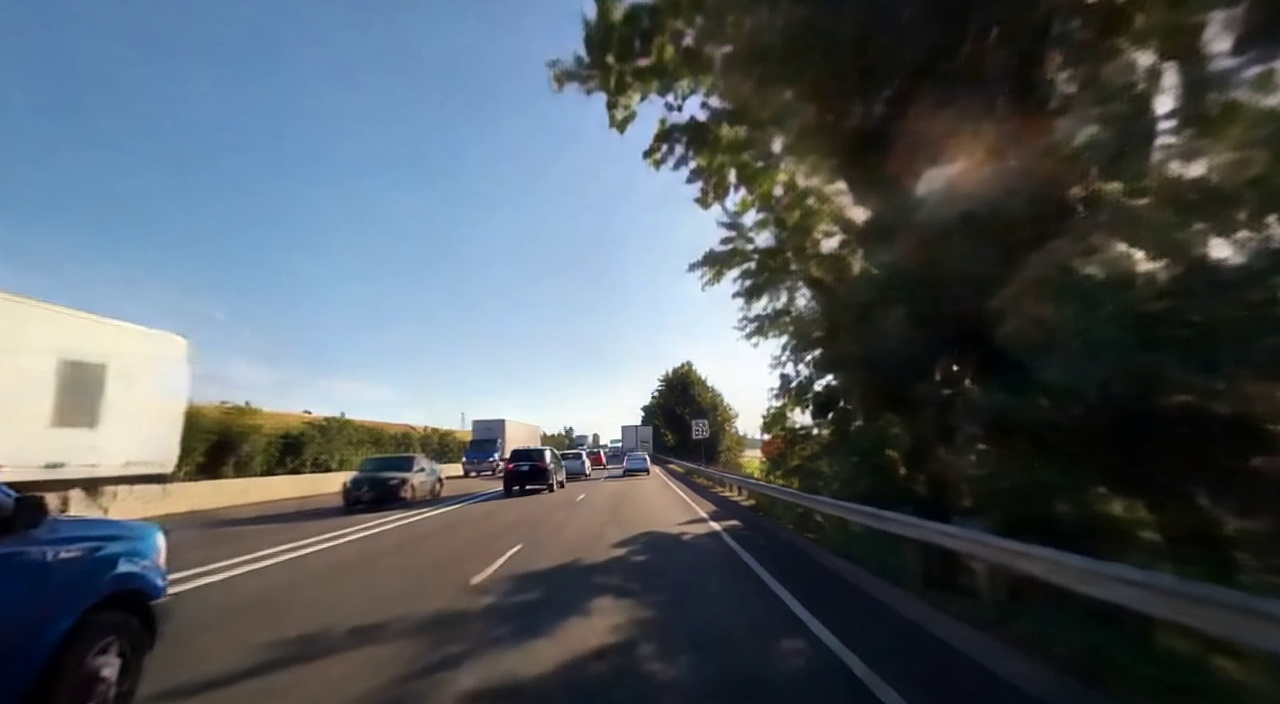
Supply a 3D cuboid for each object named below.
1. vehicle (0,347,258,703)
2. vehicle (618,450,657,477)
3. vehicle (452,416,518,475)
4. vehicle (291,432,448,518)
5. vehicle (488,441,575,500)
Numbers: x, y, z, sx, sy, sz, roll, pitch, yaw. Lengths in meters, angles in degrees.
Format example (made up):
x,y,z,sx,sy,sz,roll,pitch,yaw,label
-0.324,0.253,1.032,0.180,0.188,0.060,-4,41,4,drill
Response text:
x,y,z,sx,sy,sz,roll,pitch,yaw,label
-3.176,0.692,1.126,2.117,1.688,4.582,0,-9,0,vehicle
-0.150,6.188,35.258,2.095,1.393,3.908,0,-9,0,vehicle
-10.115,6.204,41.902,2.922,3.600,6.110,0,-9,-1,vehicle
-6.689,3.070,16.307,1.982,1.872,4.578,0,-9,0,vehicle
-3.228,3.610,19.565,1.937,1.600,4.141,0,-9,0,vehicle
